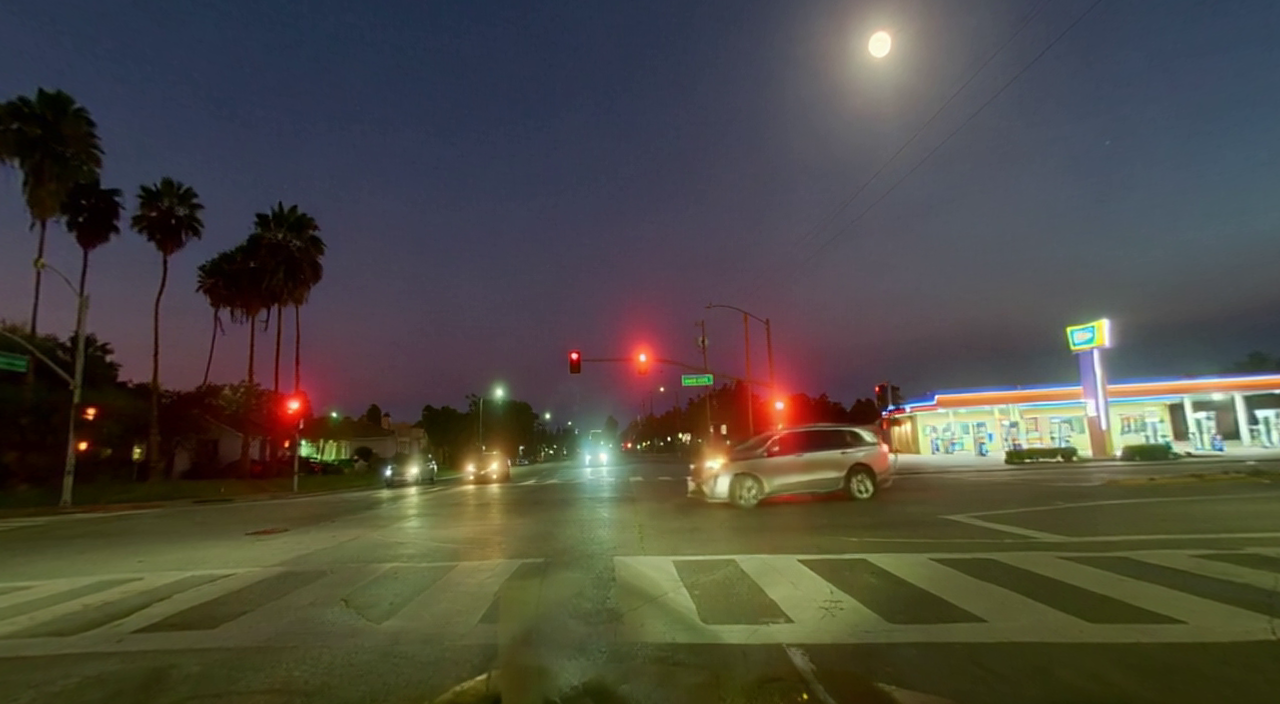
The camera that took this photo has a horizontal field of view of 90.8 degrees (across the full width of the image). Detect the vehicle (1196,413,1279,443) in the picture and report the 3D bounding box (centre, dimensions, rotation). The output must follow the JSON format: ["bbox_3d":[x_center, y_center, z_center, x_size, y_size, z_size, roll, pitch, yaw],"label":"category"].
[{"bbox_3d":[38.297,4.795,39.969,4.488,1.447,1.765,-5,-8,-1],"label":"vehicle"}]

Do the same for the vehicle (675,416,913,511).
[{"bbox_3d":[3.496,2.439,14.253,5.086,1.817,1.952,4,-10,-26],"label":"vehicle"}]

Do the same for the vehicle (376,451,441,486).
[{"bbox_3d":[-13.051,6.556,35.945,2.009,1.777,4.559,0,-9,-1],"label":"vehicle"}]

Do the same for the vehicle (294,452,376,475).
[{"bbox_3d":[-20.950,7.678,43.511,4.672,1.469,1.816,-1,-9,-2],"label":"vehicle"}]

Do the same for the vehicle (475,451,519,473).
[{"bbox_3d":[-9.921,7.656,44.148,2.085,1.451,4.311,0,-9,0],"label":"vehicle"}]
